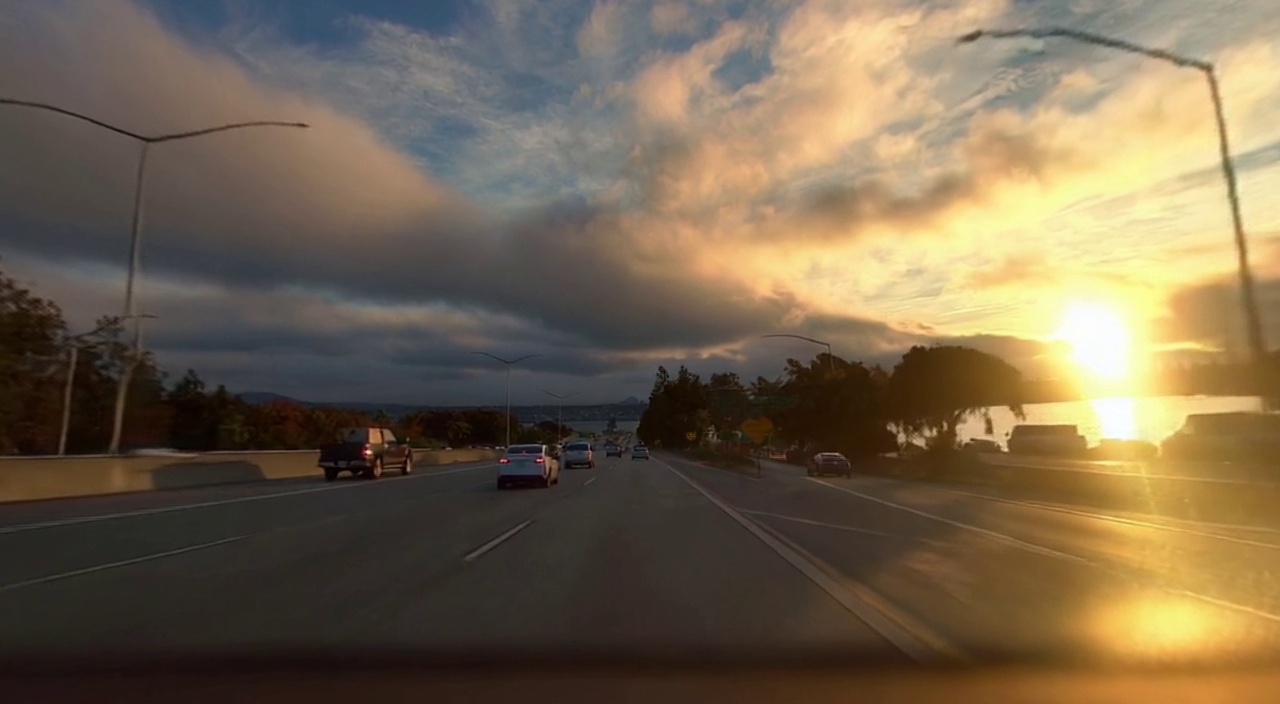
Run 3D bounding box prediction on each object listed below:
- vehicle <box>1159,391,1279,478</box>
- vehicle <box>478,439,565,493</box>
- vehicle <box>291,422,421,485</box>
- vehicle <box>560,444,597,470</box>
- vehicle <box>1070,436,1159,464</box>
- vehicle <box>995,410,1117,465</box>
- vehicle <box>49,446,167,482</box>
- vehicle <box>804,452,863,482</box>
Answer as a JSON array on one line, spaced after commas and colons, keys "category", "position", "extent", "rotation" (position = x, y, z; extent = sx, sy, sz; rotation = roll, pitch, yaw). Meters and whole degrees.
[{"category": "vehicle", "position": [27.869, 3.679, 27.722], "extent": [3.151, 3.473, 9.484], "rotation": [0, -8, 9]}, {"category": "vehicle", "position": [-4.097, 4.022, 22.588], "extent": [2.132, 1.708, 4.571], "rotation": [0, -9, 1]}, {"category": "vehicle", "position": [-11.126, 4.059, 25.319], "extent": [2.442, 2.191, 5.760], "rotation": [0, -9, 1]}, {"category": "vehicle", "position": [-4.552, 7.811, 47.049], "extent": [2.107, 1.787, 4.685], "rotation": [0, -9, 2]}, {"category": "vehicle", "position": [30.140, 6.263, 40.283], "extent": [2.249, 1.641, 5.568], "rotation": [-2, -9, 11]}, {"category": "vehicle", "position": [31.595, 6.676, 48.606], "extent": [3.997, 3.685, 10.600], "rotation": [-4, -9, 12]}, {"category": "vehicle", "position": [-24.063, 5.067, 28.705], "extent": [1.923, 1.489, 3.913], "rotation": [0, -9, 0]}, {"category": "vehicle", "position": [10.678, 6.361, 35.121], "extent": [2.153, 1.510, 4.646], "rotation": [-1, -9, 5]}]
